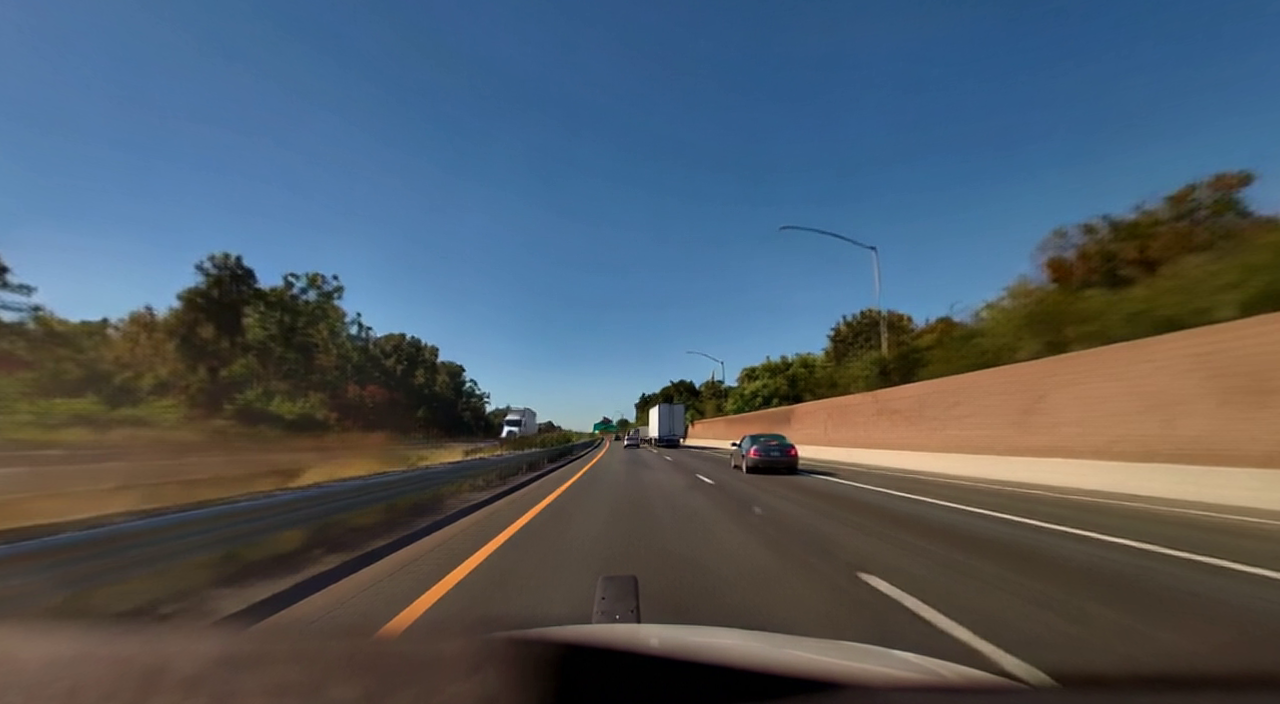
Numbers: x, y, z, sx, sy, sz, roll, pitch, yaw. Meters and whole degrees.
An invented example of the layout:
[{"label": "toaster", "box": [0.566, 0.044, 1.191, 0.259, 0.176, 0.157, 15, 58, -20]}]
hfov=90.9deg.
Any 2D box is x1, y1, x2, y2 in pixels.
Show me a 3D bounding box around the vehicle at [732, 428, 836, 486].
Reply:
[{"label": "vehicle", "box": [3.949, 2.923, 18.020, 1.813, 1.454, 4.197, 0, -7, -2]}]
